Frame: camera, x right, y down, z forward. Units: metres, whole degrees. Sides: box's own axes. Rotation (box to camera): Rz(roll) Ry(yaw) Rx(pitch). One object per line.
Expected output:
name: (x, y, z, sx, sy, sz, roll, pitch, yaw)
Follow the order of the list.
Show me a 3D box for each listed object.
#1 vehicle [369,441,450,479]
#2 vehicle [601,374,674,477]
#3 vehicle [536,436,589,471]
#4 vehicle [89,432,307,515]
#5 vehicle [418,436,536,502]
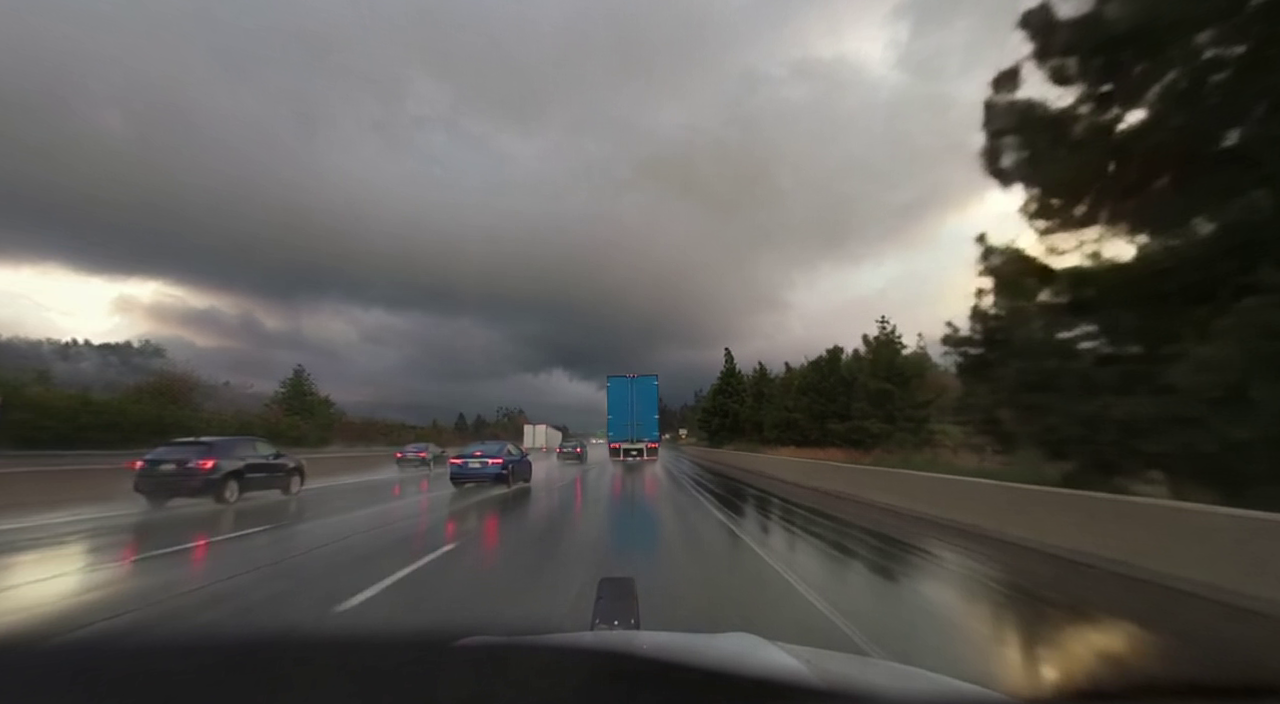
vehicle: (-9.742, 4.578, 26.993, 1.863, 1.474, 4.278, 0, -8, 0)
vehicle: (-0.309, 3.679, 30.546, 2.913, 4.113, 10.724, 0, -8, -2)
vehicle: (-3.954, 5.240, 32.675, 2.158, 1.680, 4.087, 0, -8, 1)
vehicle: (-9.713, 2.670, 14.359, 1.952, 1.590, 4.090, 0, -8, 1)
vehicle: (-4.285, 3.116, 17.258, 2.164, 1.582, 3.979, 0, -8, 0)
